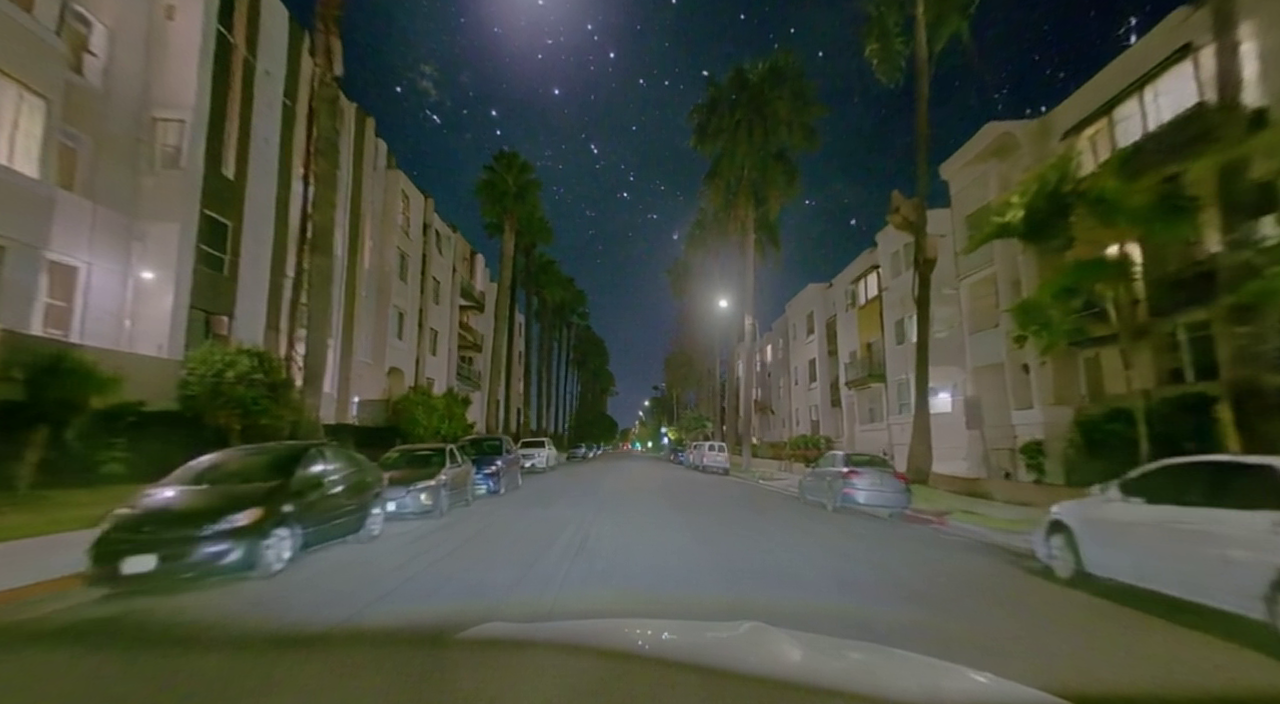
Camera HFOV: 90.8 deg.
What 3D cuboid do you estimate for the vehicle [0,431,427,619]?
[{"bbox_3d":[-4.486,1.817,7.737,2.066,1.506,4.719,1,-9,0],"label":"vehicle"}]

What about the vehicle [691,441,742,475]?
[{"bbox_3d":[4.285,6.022,36.076,1.969,1.782,4.677,1,-8,-4],"label":"vehicle"}]

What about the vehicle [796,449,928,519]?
[{"bbox_3d":[5.268,3.139,15.537,1.812,1.461,3.575,0,-8,-2],"label":"vehicle"}]

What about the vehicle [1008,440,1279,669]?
[{"bbox_3d":[5.472,1.524,5.216,2.121,1.568,4.473,0,-8,-1],"label":"vehicle"}]
